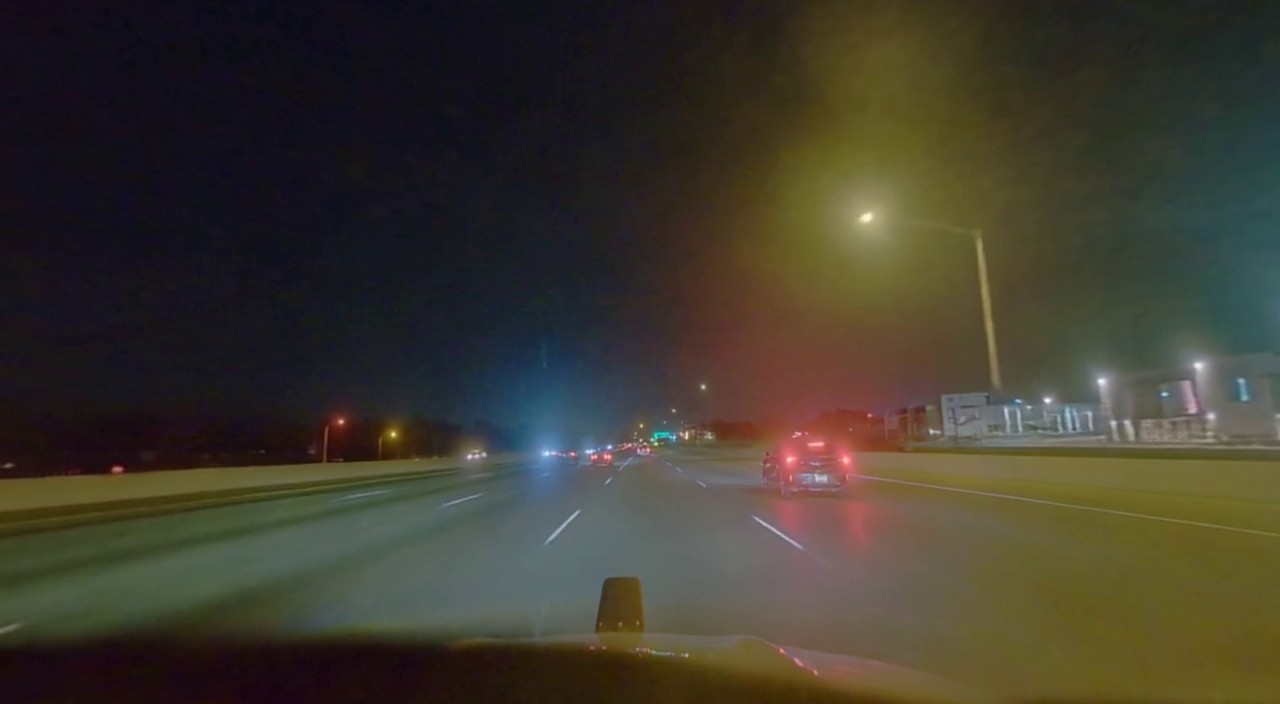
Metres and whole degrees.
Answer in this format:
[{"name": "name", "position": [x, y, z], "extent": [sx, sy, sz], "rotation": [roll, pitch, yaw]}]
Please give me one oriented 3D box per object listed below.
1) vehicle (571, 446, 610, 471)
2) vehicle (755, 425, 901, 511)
[{"name": "vehicle", "position": [-3.153, 6.860, 40.704], "extent": [2.139, 1.510, 4.506], "rotation": [0, -9, 0]}, {"name": "vehicle", "position": [4.345, 2.768, 15.502], "extent": [2.109, 1.764, 4.704], "rotation": [0, -9, 0]}]
